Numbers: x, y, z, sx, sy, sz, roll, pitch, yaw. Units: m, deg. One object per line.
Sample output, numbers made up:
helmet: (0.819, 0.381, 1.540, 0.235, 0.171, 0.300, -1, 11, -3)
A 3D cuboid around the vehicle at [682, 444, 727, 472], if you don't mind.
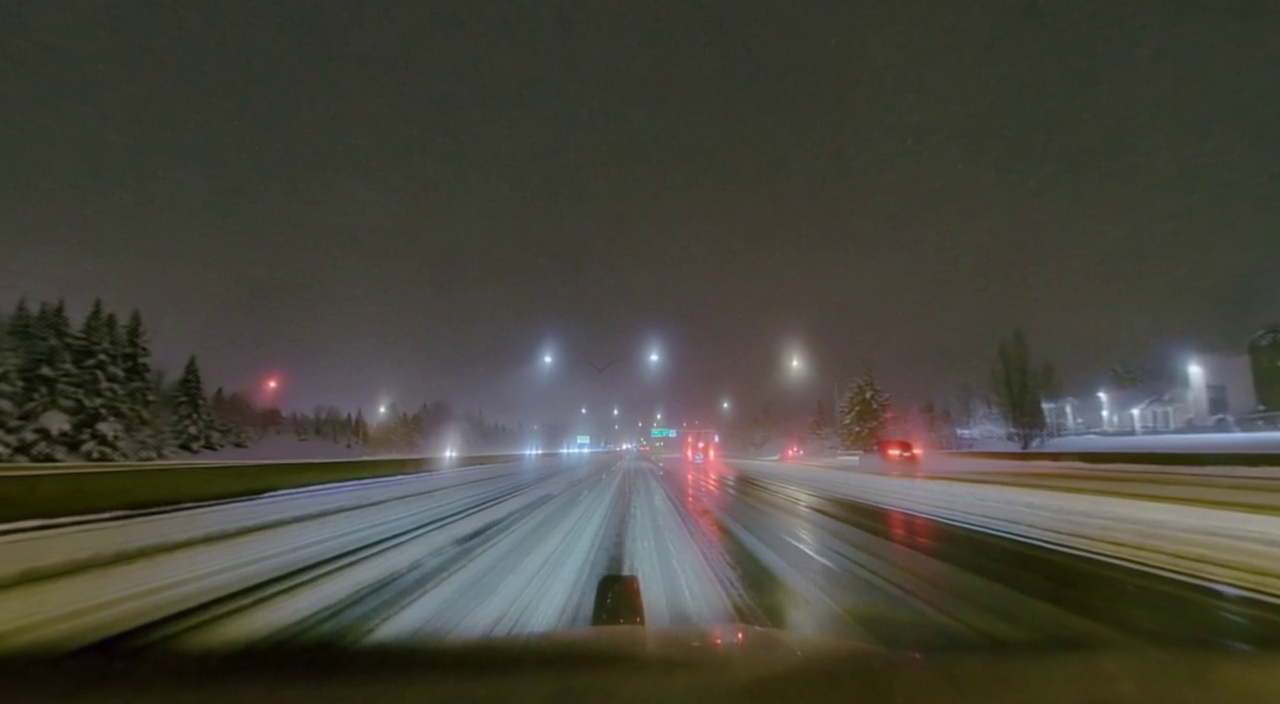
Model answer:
vehicle: (3.571, 5.967, 35.634, 2.033, 1.501, 4.398, 0, -9, -1)
